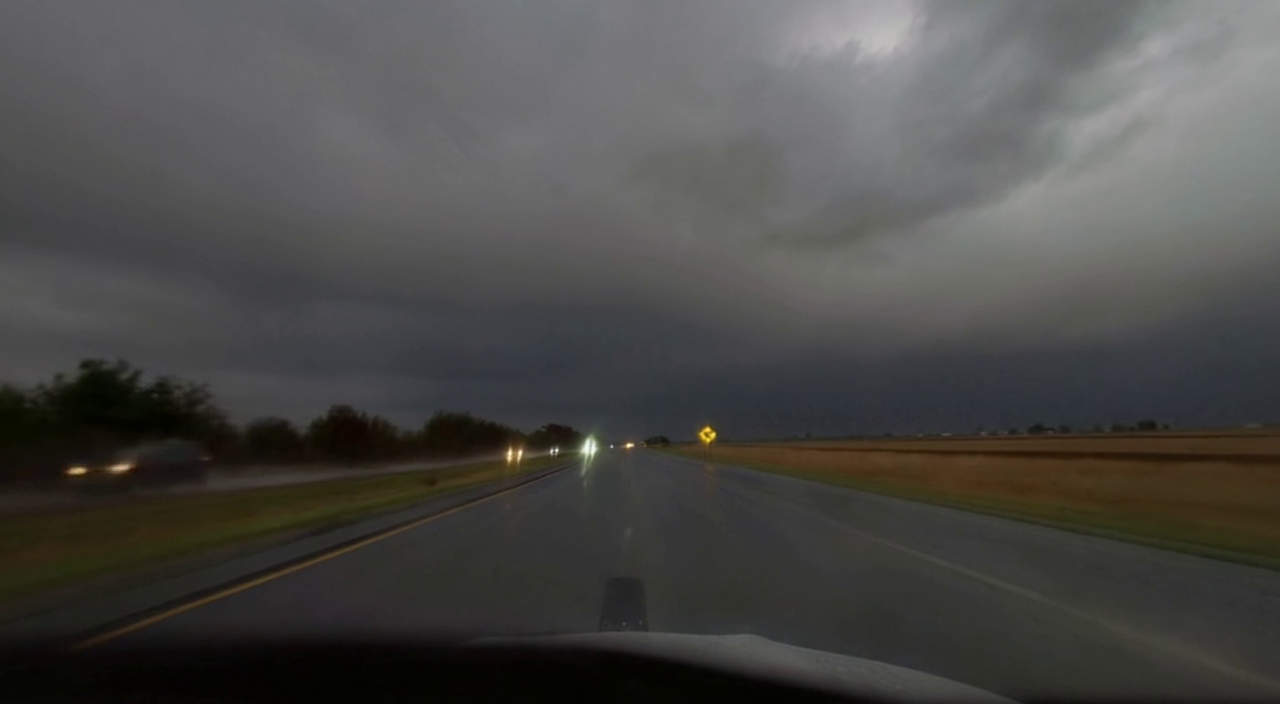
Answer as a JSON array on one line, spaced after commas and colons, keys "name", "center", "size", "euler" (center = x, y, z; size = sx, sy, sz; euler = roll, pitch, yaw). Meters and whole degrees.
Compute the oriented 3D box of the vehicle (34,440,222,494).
[{"name": "vehicle", "center": [-19.608, 4.398, 24.730], "size": [2.206, 1.828, 6.229], "euler": [0, -8, 0]}]
